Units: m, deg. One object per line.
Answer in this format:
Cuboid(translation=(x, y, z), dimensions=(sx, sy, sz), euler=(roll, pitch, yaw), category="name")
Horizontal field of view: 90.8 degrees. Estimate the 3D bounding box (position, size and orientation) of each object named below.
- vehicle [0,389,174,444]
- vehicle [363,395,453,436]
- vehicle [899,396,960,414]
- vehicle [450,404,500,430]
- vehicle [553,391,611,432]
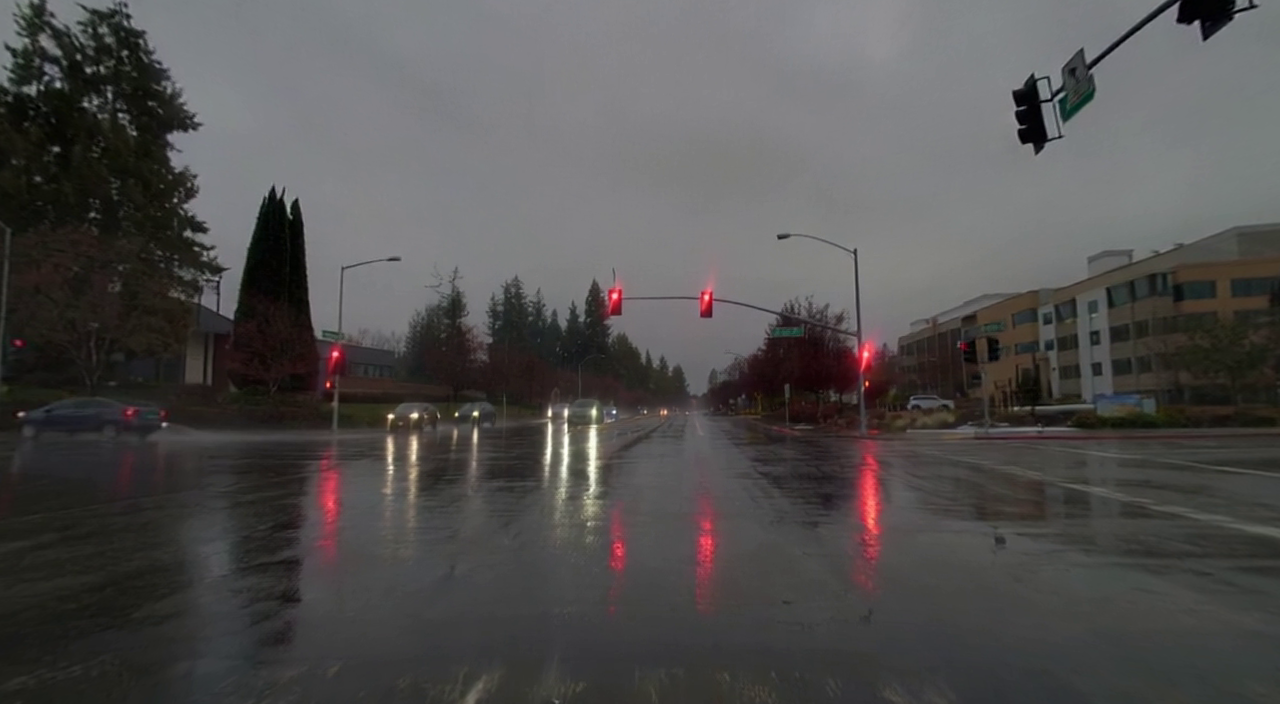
Cuboid(translation=(-18.593, 2.201, 21.159), dimensions=(4.445, 1.723, 2.007), euler=(-1, -9, 4), category="vehicle")
Cuboid(translation=(-12.222, 3.470, 33.664), dimensions=(2.340, 1.902, 4.920), euler=(-2, -9, 9), category="vehicle")
Cuboid(translation=(22.457, 4.154, 49.124), dimensions=(3.933, 1.219, 1.700), euler=(0, -9, 4), category="vehicle")
Cuboid(translation=(-10.885, 4.396, 42.065), dimensions=(1.899, 1.510, 4.294), euler=(-1, -9, 5), category="vehicle")
Cuboid(translation=(-3.085, 3.376, 34.889), dimensions=(2.306, 1.907, 5.382), euler=(-1, -9, 5), category="vehicle")
